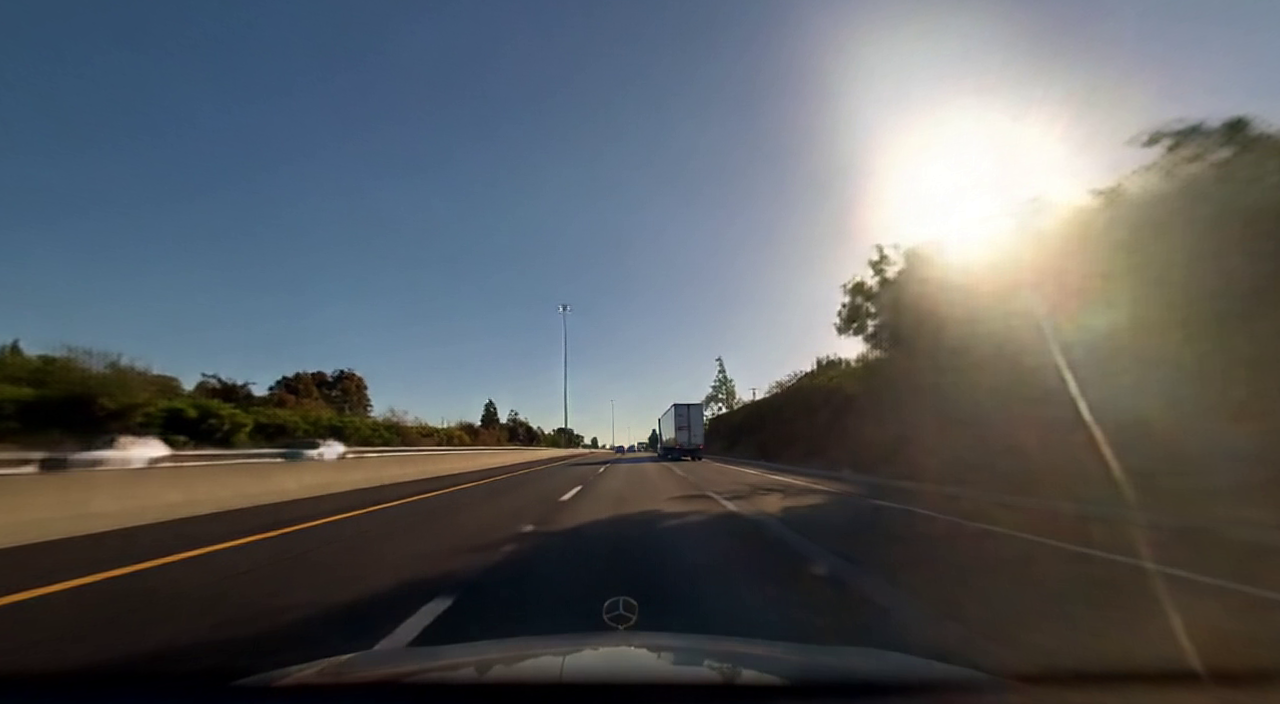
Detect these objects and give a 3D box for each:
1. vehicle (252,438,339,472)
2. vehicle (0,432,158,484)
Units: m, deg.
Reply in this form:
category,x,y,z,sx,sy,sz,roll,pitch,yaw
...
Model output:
category,x,y,z,sx,sy,sz,roll,pitch,yaw
vehicle,-19.355,5.792,35.795,2.143,1.756,4.940,0,-8,-1
vehicle,-23.248,4.376,26.398,2.286,1.933,4.978,0,-9,-1
